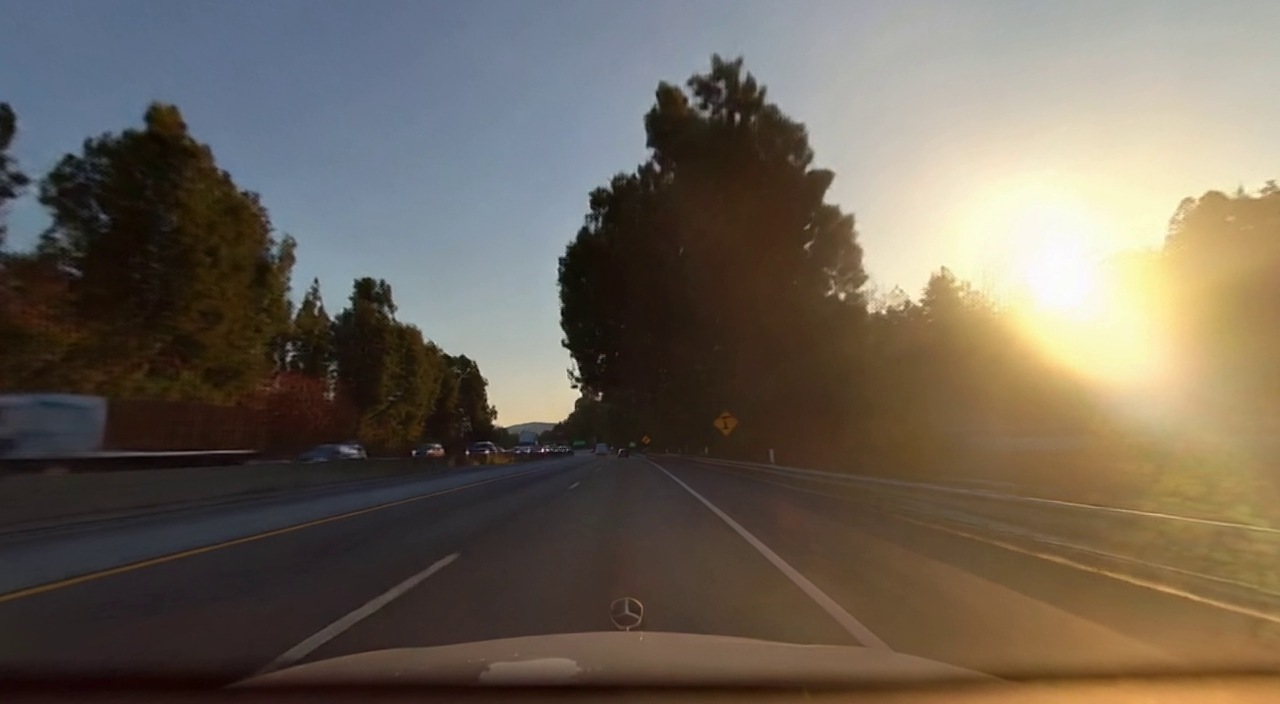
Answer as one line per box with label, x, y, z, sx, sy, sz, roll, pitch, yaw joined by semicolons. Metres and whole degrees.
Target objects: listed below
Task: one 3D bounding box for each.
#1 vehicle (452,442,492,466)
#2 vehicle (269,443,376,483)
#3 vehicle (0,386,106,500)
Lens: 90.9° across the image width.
vehicle;-12.725;7.750;48.025;1.869;1.684;4.115;0;-9;0
vehicle;-13.117;4.600;26.467;2.027;1.519;4.733;0;-9;0
vehicle;-17.935;2.456;17.035;2.369;2.953;4.847;-1;-9;4
